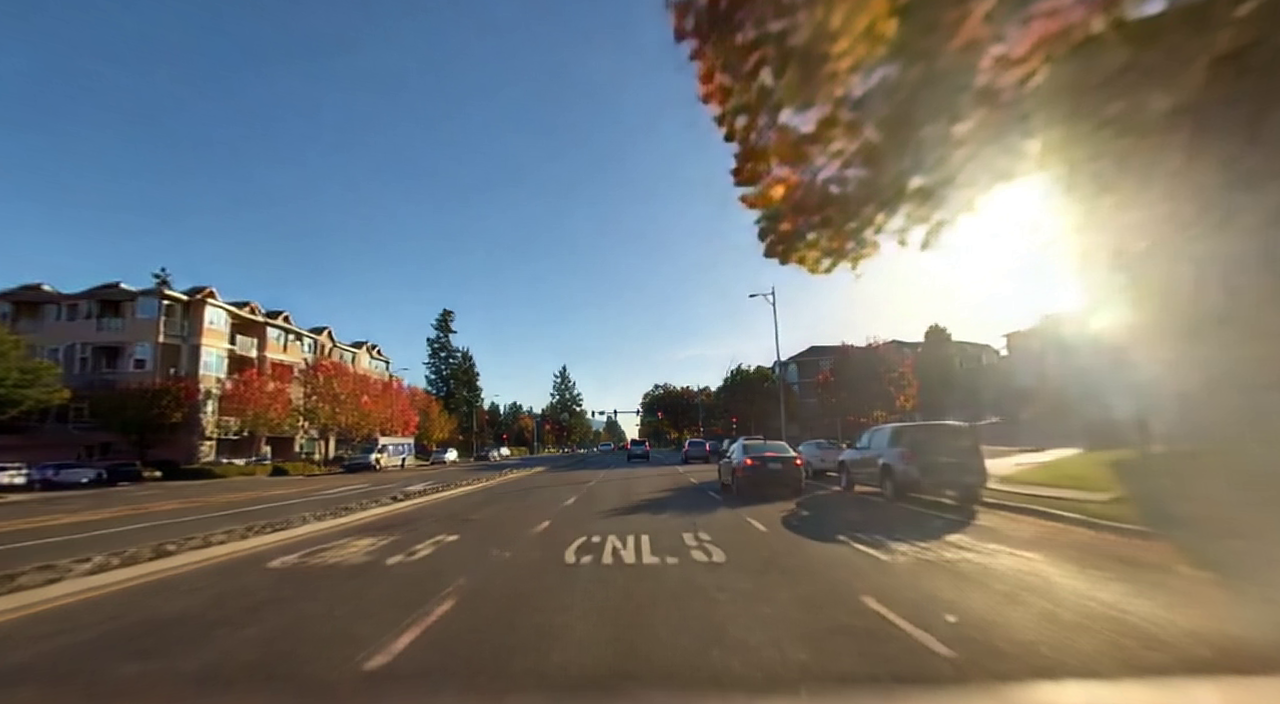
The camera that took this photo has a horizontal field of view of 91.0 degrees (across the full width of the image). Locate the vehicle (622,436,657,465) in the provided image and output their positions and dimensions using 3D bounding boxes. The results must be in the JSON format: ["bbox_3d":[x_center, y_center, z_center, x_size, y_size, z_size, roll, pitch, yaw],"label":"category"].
[{"bbox_3d":[-0.039,6.709,43.157,2.239,1.856,4.815,0,-9,0],"label":"vehicle"}]

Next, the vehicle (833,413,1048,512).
[{"bbox_3d":[6.842,2.624,15.418,2.378,1.946,5.826,0,-9,0],"label":"vehicle"}]

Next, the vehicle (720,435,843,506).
[{"bbox_3d":[3.359,2.910,15.916,1.977,1.498,4.521,0,-9,-1],"label":"vehicle"}]

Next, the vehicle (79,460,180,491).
[{"bbox_3d":[-30.581,7.410,37.776,4.370,1.725,2.052,-1,-9,5],"label":"vehicle"}]

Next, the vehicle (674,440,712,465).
[{"bbox_3d":[3.488,6.687,42.099,2.178,1.546,4.311,0,-9,0],"label":"vehicle"}]
